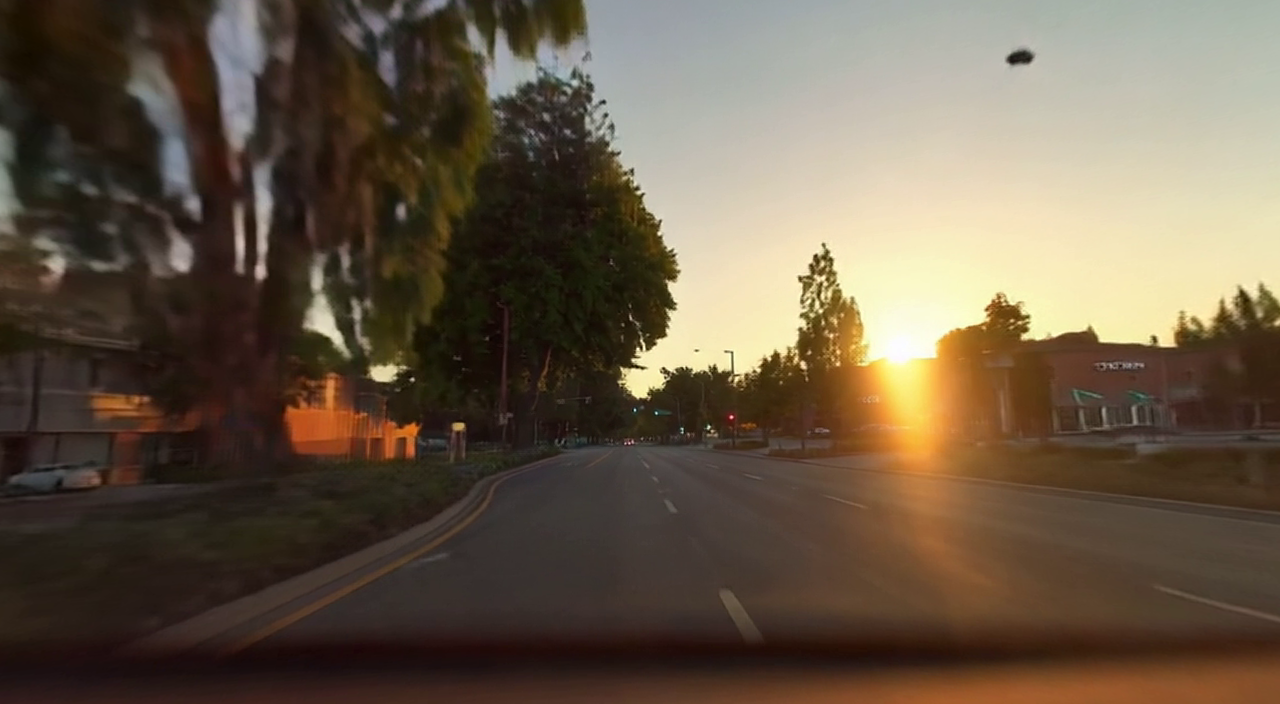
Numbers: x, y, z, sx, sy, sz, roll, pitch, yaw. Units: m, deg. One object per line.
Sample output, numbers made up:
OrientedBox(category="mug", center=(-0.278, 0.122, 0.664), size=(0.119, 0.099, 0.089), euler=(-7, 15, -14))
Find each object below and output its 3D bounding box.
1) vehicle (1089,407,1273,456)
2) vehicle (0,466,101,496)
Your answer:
OrientedBox(category="vehicle", center=(18.980, 2.822, 22.335), size=(4.688, 1.658, 1.950), euler=(0, -8, -1))
OrientedBox(category="vehicle", center=(-31.014, 6.708, 33.022), size=(3.801, 1.426, 1.973), euler=(0, -8, -2))
